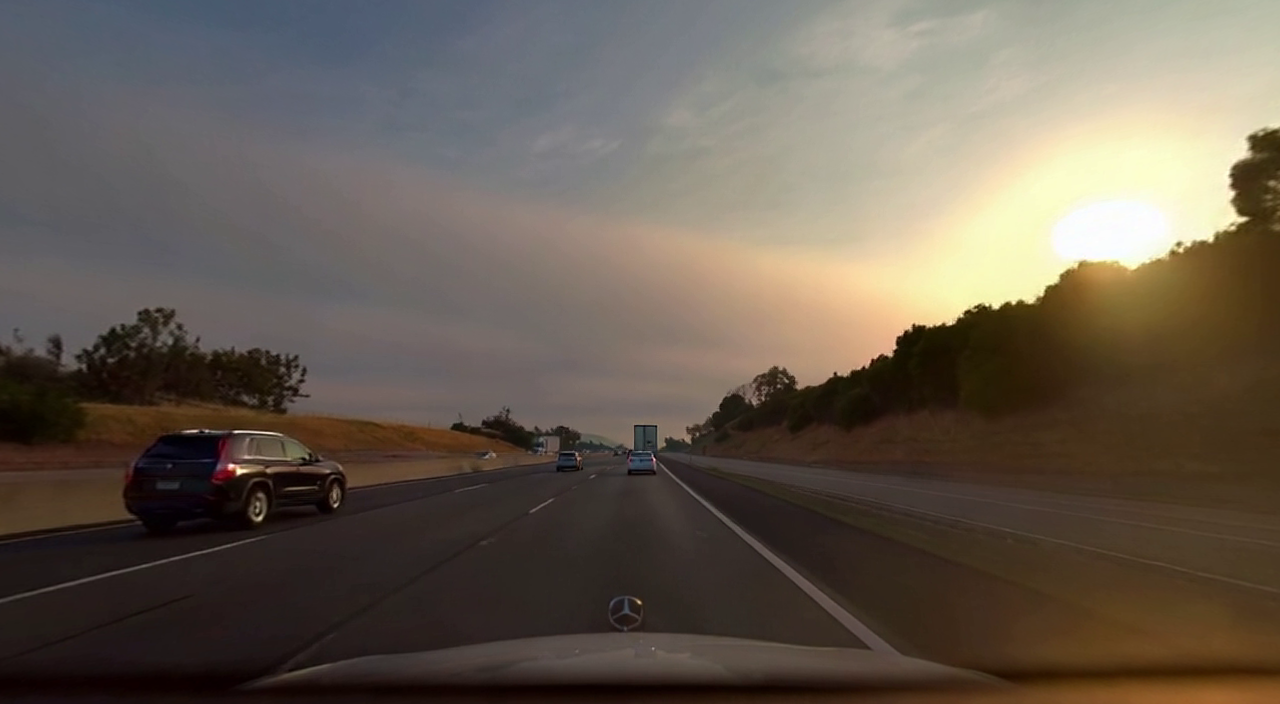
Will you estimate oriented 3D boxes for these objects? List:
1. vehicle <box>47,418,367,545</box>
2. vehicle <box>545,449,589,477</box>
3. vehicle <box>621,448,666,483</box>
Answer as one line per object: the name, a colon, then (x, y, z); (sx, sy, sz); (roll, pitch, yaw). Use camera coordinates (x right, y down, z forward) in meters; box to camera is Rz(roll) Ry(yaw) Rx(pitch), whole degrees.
vehicle: (-7.599, 2.337, 12.084); (2.316, 1.875, 5.337); (0, -9, 0)
vehicle: (-4.182, 6.403, 36.636); (2.018, 1.504, 4.431); (0, -9, 0)
vehicle: (0.121, 5.252, 29.371); (1.991, 1.507, 3.391); (0, -9, -1)
